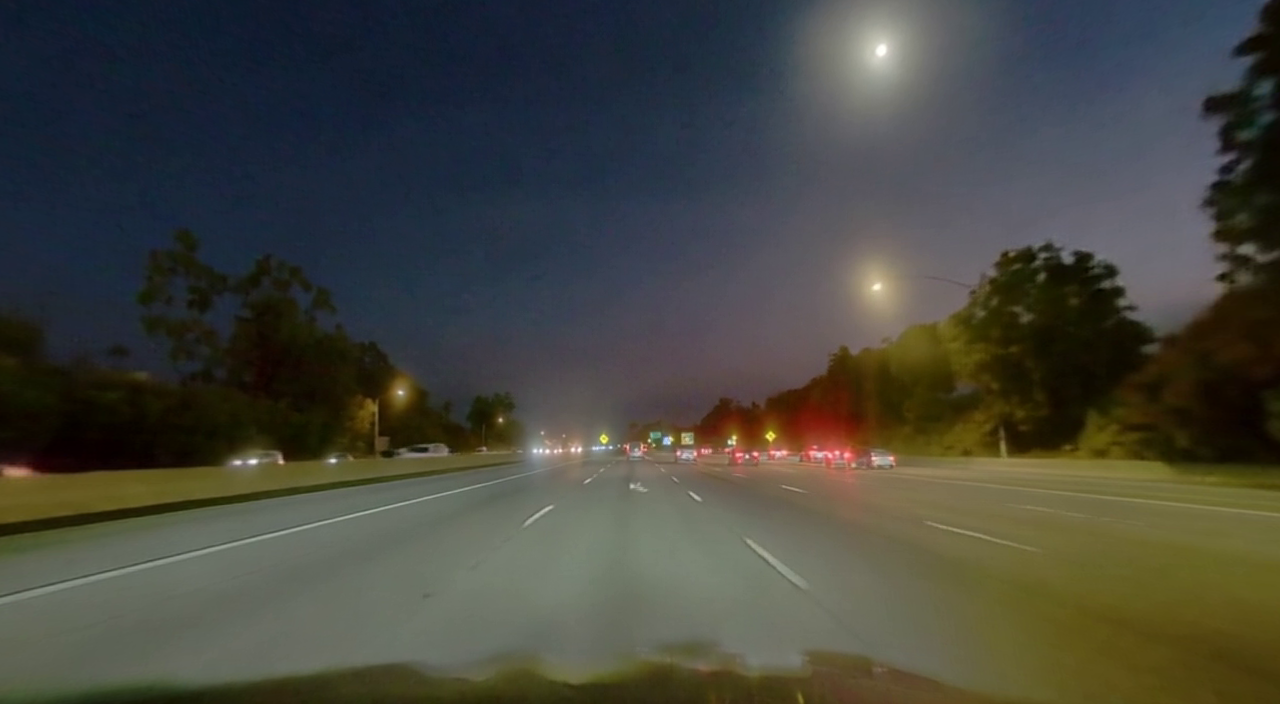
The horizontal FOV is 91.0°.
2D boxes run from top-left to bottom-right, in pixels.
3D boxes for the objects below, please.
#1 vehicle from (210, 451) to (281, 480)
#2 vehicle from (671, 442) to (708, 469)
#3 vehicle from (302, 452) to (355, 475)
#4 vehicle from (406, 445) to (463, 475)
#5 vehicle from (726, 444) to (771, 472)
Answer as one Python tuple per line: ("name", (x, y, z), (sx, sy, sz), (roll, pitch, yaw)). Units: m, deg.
("vehicle", (-27.862, 8.004, 44.662), (1.972, 1.874, 4.694), (0, -8, -1))
("vehicle", (3.193, 6.818, 41.556), (2.035, 1.704, 3.867), (0, -8, -2))
("vehicle", (-23.973, 8.592, 48.627), (1.844, 1.634, 4.487), (0, -8, 0))
("vehicle", (-12.804, 6.728, 39.544), (2.032, 1.779, 4.704), (0, -8, 0))
("vehicle", (6.721, 6.582, 39.461), (1.902, 1.623, 4.360), (0, -8, -2))
